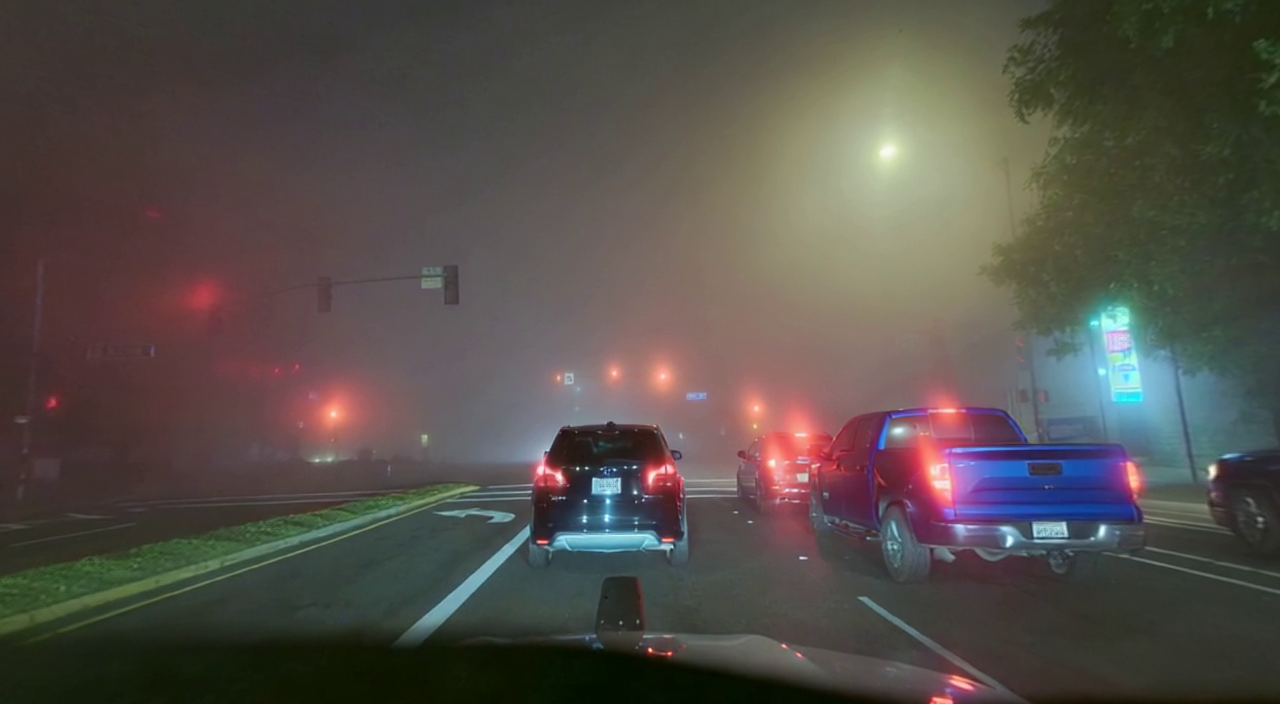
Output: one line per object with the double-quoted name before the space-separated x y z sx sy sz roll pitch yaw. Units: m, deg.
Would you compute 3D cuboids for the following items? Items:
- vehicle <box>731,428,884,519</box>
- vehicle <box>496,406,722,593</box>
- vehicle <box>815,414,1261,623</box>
"vehicle" 3.376 2.533 13.692 2.031 1.626 4.264 0 -9 -1
"vehicle" -0.278 1.615 7.637 2.037 1.674 3.693 0 -9 0
"vehicle" 3.639 1.592 7.096 1.955 1.550 4.587 0 -9 -1
